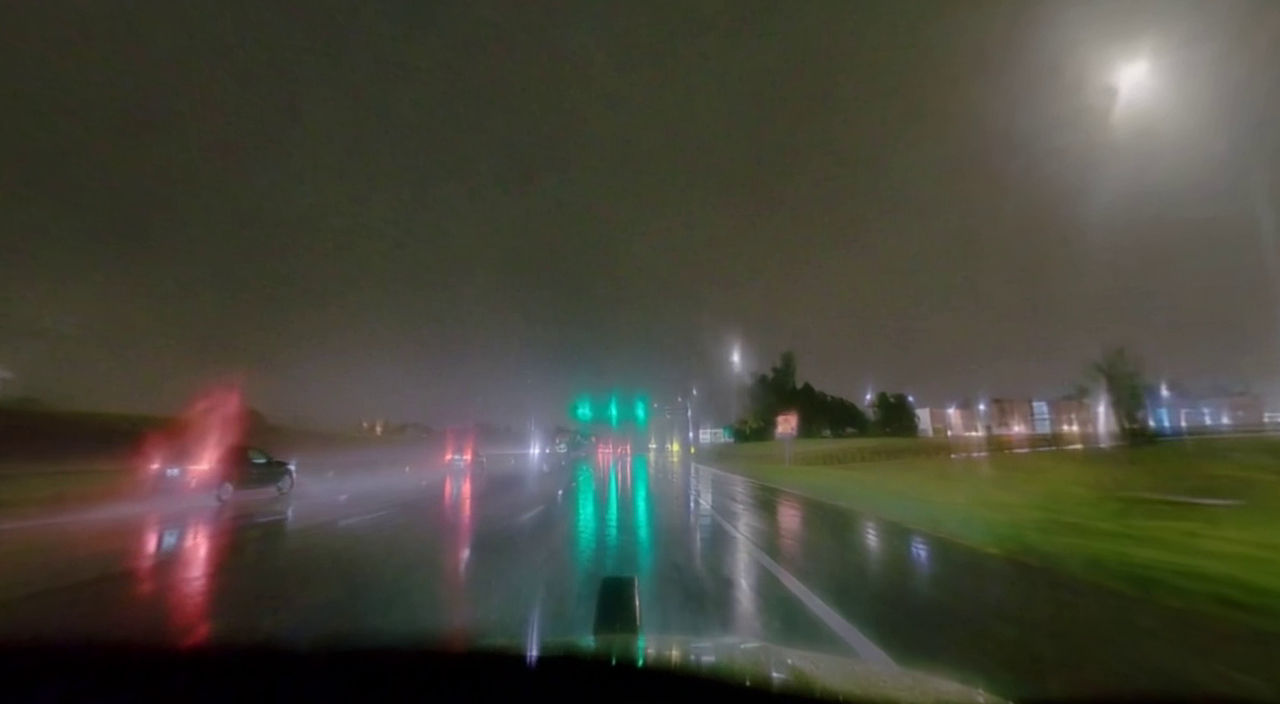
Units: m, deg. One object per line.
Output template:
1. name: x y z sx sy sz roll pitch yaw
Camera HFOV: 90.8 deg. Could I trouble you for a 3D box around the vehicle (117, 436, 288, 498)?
1. vehicle: -14.382 3.789 21.269 2.049 1.792 5.177 0 -9 0
